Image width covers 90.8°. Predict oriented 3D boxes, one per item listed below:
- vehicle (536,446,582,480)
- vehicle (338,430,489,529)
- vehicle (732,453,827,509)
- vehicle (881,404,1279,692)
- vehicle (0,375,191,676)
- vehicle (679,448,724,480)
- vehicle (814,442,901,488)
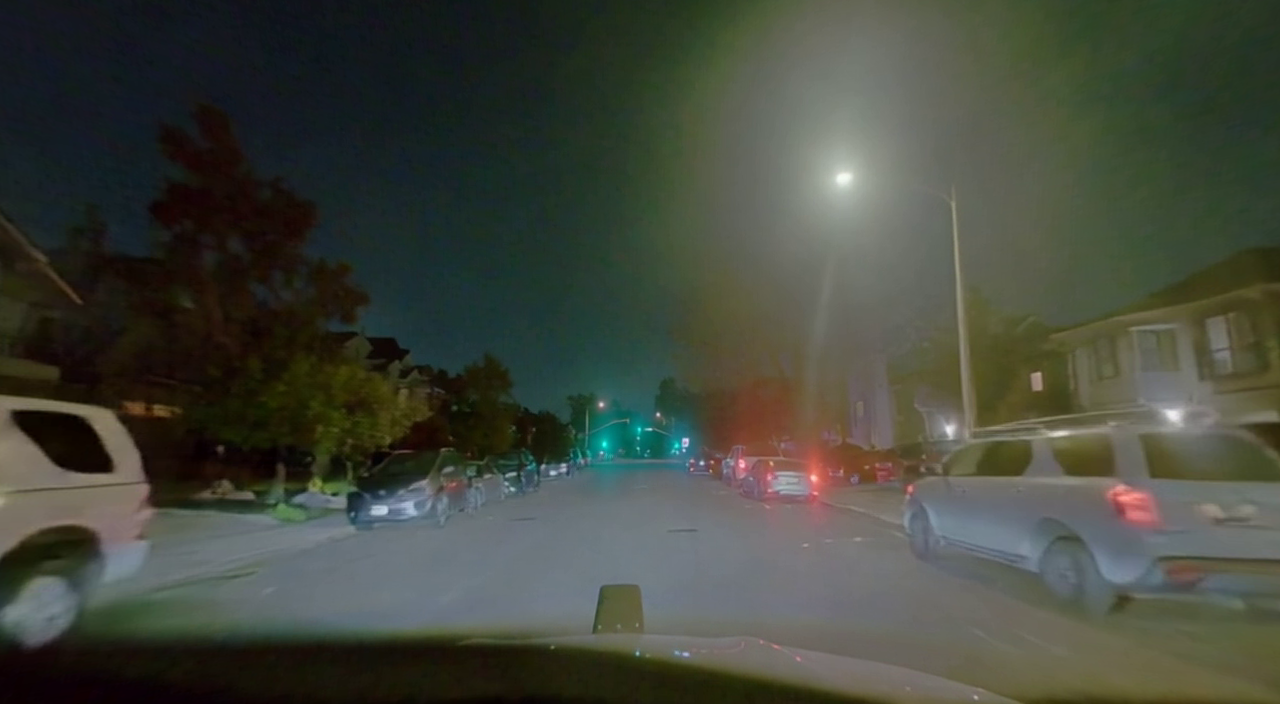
[{"bbox_3d":[-4.588,6.343,36.330,2.035,1.822,4.348,0,-9,0],"label":"vehicle"},{"bbox_3d":[-4.836,2.807,14.224,2.007,1.861,4.101,0,-10,-2],"label":"vehicle"},{"bbox_3d":[4.422,4.158,20.877,1.850,1.516,5.066,1,-8,-2],"label":"vehicle"},{"bbox_3d":[4.922,1.722,7.084,2.201,1.896,5.632,0,-9,0],"label":"vehicle"},{"bbox_3d":[-5.210,0.979,2.988,2.319,1.902,5.526,-2,-9,-3],"label":"vehicle"},{"bbox_3d":[4.100,7.575,43.088,2.415,1.963,5.688,1,-8,-1],"label":"vehicle"},{"bbox_3d":[9.601,4.976,28.350,2.125,1.716,4.672,0,-6,-1],"label":"vehicle"}]
